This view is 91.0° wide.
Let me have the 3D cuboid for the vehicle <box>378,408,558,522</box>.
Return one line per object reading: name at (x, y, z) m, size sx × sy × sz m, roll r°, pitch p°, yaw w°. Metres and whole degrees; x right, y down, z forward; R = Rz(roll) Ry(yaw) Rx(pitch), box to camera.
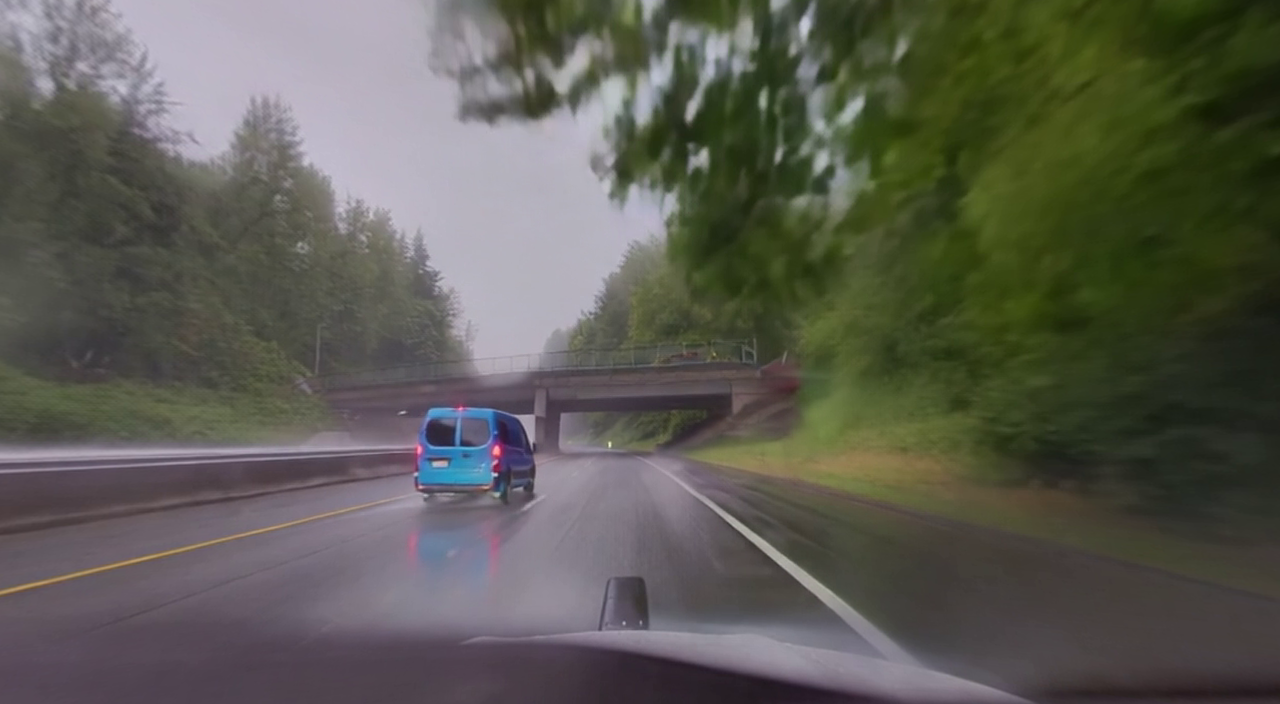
vehicle at (-3.239, 2.281, 13.214) m, size 2.372 × 1.891 × 5.061 m, roll 0°, pitch -8°, yaw 0°
